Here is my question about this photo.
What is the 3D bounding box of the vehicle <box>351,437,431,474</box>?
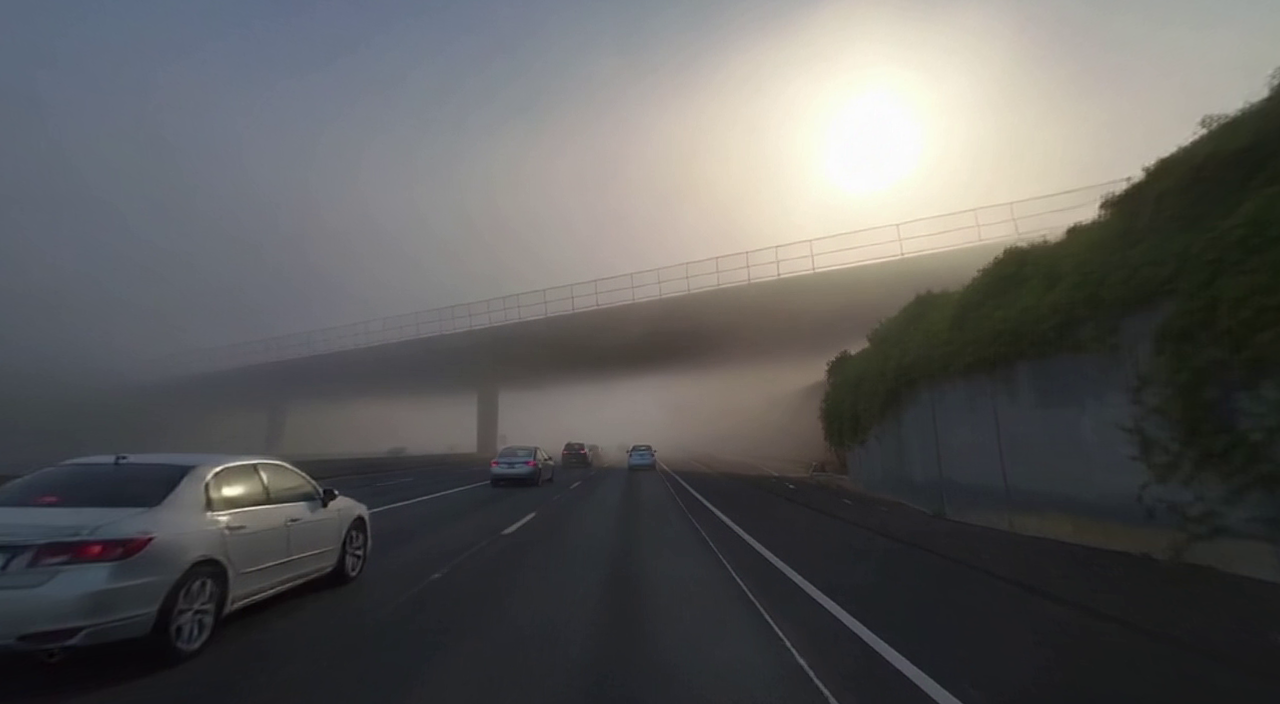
[{"bbox_3d":[-11.745,4.889,29.960,1.954,1.640,4.339,0,-8,1],"label":"vehicle"}]

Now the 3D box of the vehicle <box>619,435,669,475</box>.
[{"bbox_3d":[0.198,4.759,29.276,2.160,1.678,4.178,0,-8,0],"label":"vehicle"}]

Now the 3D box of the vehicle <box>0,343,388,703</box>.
[{"bbox_3d":[-3.746,1.092,4.296,2.161,1.759,4.482,0,-8,0],"label":"vehicle"}]

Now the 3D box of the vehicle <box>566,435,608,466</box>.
[{"bbox_3d":[-3.367,6.357,40.786,2.237,1.841,4.683,0,-8,1],"label":"vehicle"}]

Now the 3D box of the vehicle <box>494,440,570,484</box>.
[{"bbox_3d":[-3.912,4.064,23.631,1.997,1.490,4.471,0,-8,1],"label":"vehicle"}]
